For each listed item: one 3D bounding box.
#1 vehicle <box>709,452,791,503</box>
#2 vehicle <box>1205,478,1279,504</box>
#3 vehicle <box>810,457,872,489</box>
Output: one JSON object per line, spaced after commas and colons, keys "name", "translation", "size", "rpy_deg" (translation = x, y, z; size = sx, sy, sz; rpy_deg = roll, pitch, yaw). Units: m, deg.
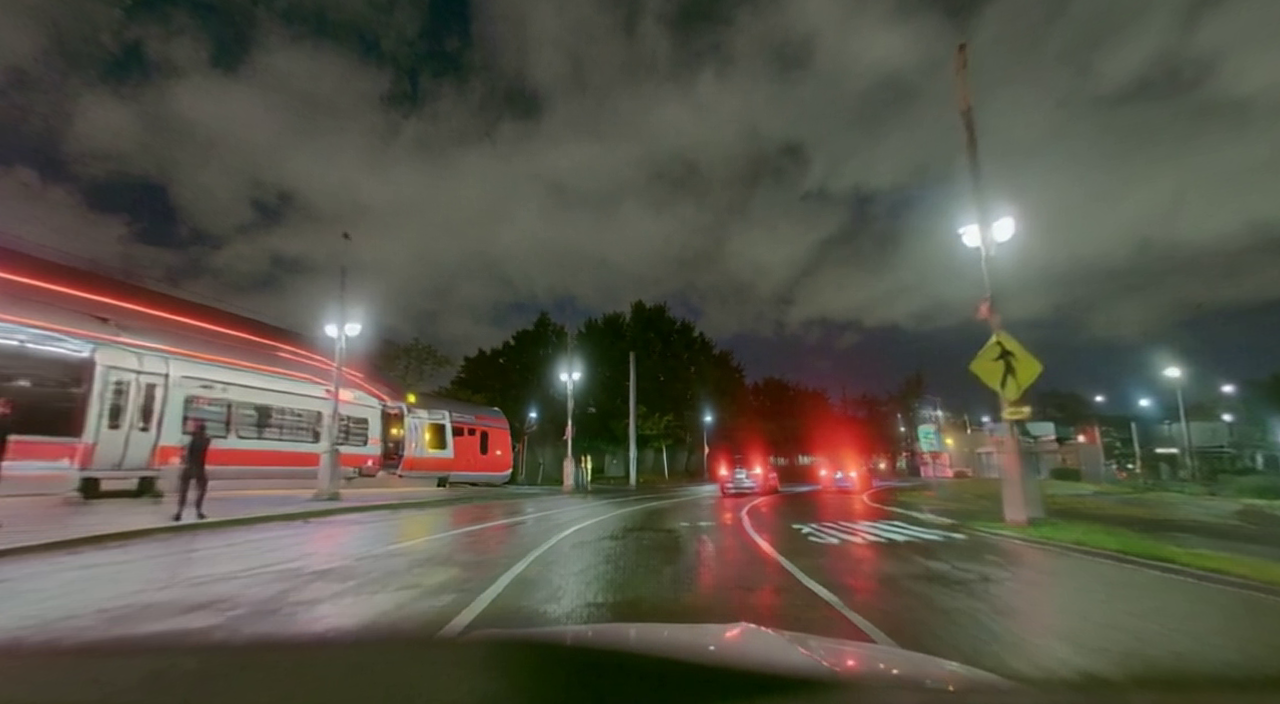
{"name": "vehicle", "translation": [4.506, 4.931, 25.313], "size": [2.263, 1.765, 4.237], "rpy_deg": [-4, -9, 23]}
{"name": "vehicle", "translation": [40.135, 9.144, 41.558], "size": [3.934, 1.480, 1.728], "rpy_deg": [-4, -9, 22]}
{"name": "vehicle", "translation": [12.147, 7.237, 38.073], "size": [2.010, 1.725, 4.320], "rpy_deg": [-7, -11, 39]}
